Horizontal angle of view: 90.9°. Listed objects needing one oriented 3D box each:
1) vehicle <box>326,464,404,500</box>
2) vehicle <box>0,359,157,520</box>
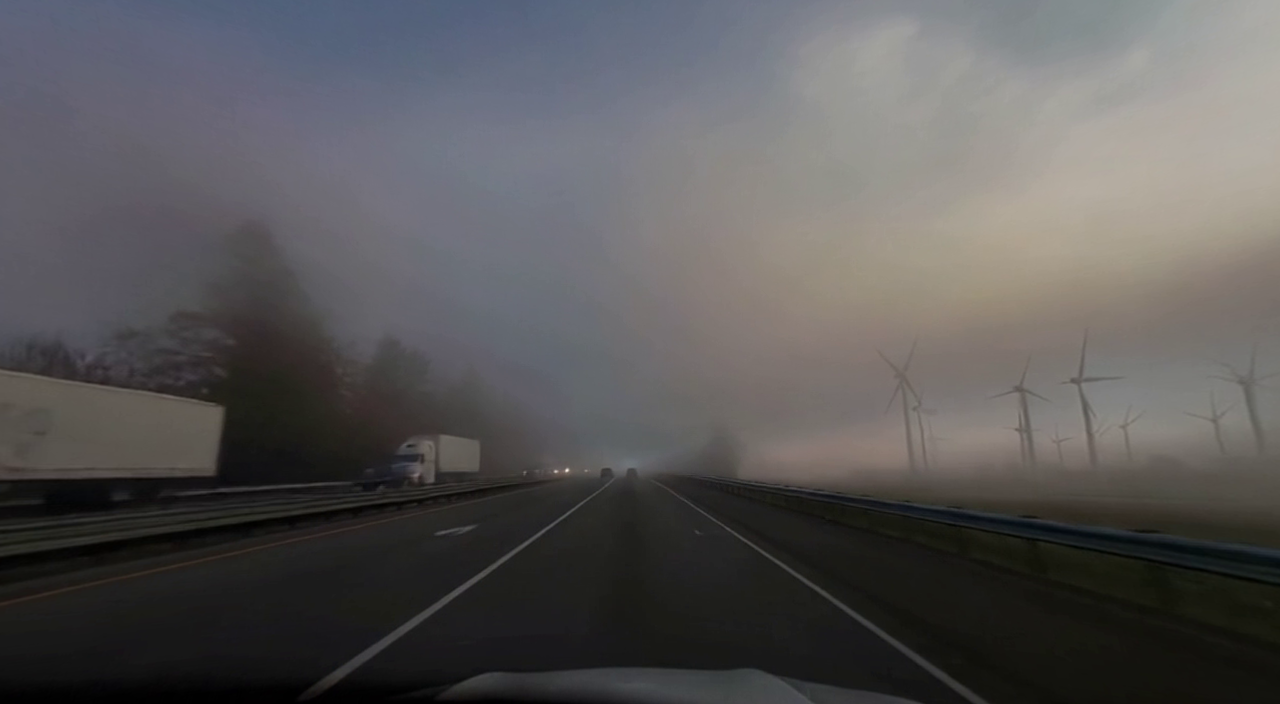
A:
[{"bbox_3d":[-12.430,5.888,28.737,1.734,1.516,4.031,1,-10,0],"label":"vehicle"},{"bbox_3d":[-16.710,1.643,12.713,2.814,3.790,14.222,1,-10,-1],"label":"vehicle"}]
